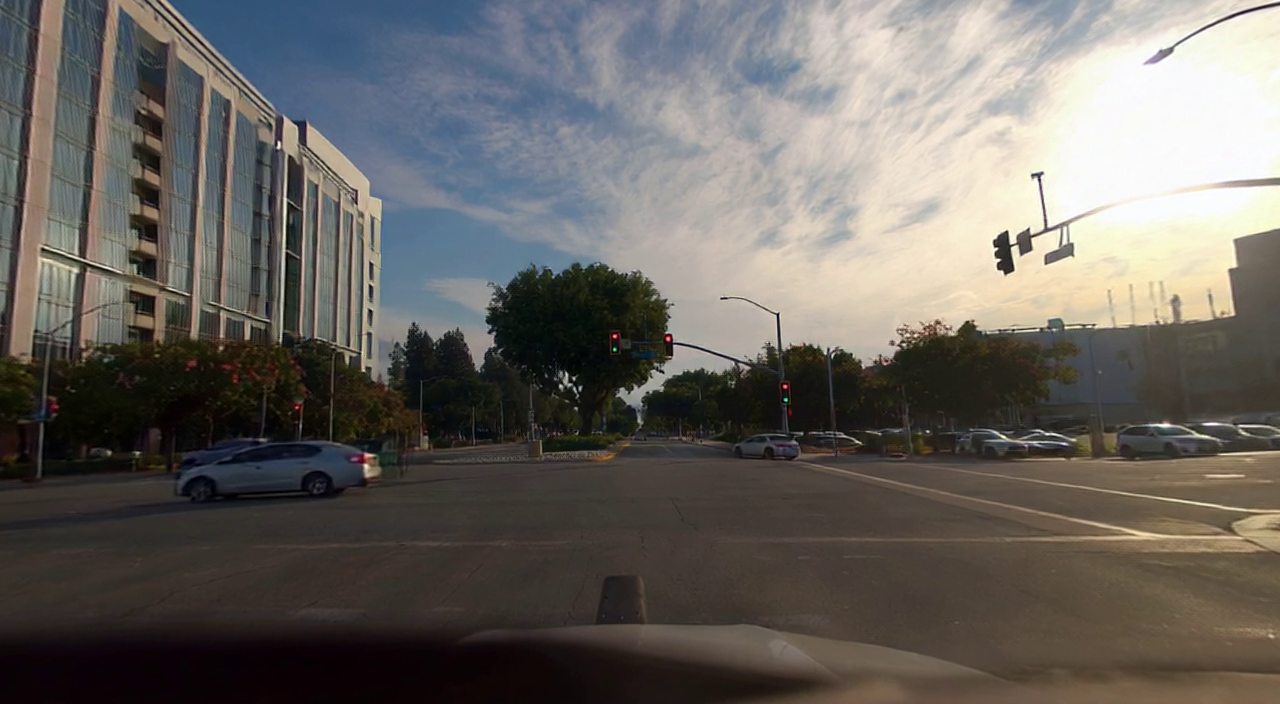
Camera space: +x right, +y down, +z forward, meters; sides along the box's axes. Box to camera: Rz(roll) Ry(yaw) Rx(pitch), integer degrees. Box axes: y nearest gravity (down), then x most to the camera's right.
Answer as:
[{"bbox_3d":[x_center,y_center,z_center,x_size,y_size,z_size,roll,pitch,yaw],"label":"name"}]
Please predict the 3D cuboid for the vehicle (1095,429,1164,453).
[{"bbox_3d":[33.248,6.098,43.096,2.090,1.494,4.321,-3,-9,15],"label":"vehicle"}]

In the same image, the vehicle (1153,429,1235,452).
[{"bbox_3d":[36.562,5.891,41.845,1.726,1.429,4.163,-1,-8,2],"label":"vehicle"}]

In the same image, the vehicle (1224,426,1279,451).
[{"bbox_3d":[42.252,5.737,41.932,2.037,1.614,5.175,0,-8,0],"label":"vehicle"}]

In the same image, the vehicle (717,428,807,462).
[{"bbox_3d":[6.524,5.024,34.207,1.977,1.698,4.571,6,-10,-37],"label":"vehicle"}]

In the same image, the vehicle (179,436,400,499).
[{"bbox_3d":[-9.268,3.054,17.156,4.916,1.504,1.846,4,-9,-26],"label":"vehicle"}]
